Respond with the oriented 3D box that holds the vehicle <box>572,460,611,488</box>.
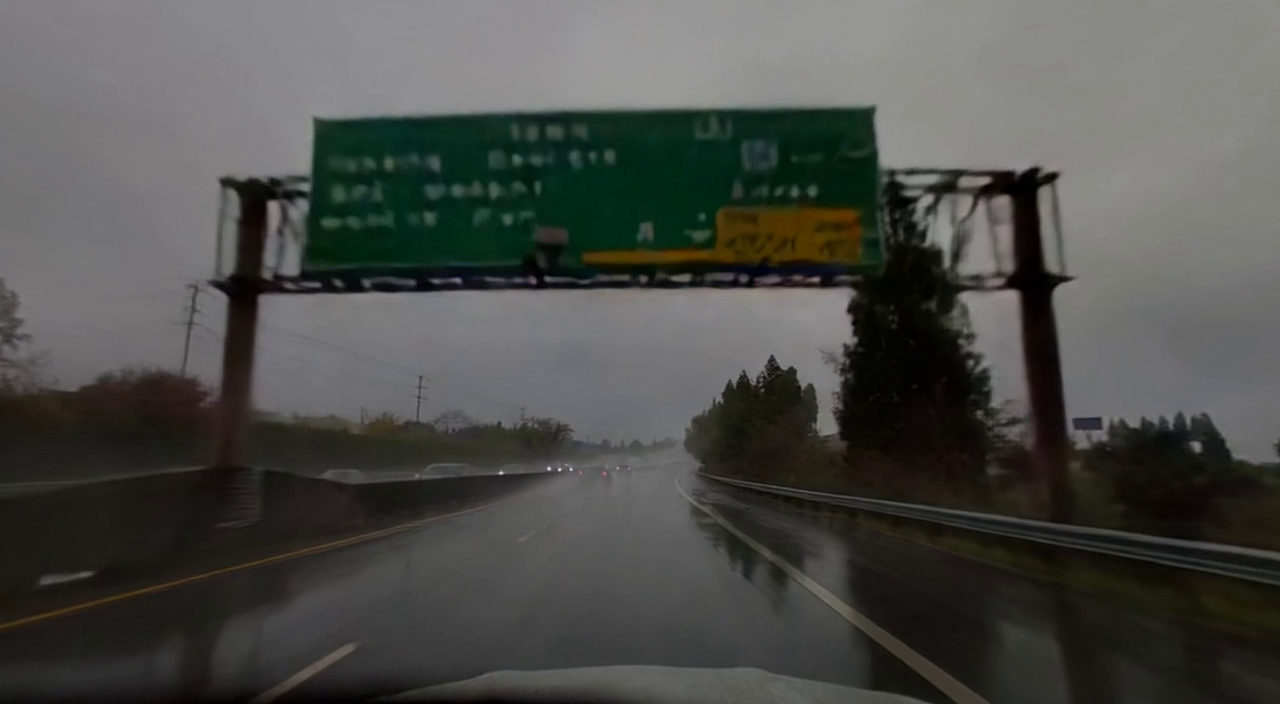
[{"bbox_3d":[-3.258,8.330,43.119,2.160,1.721,4.368,0,-10,3],"label":"vehicle"}]
